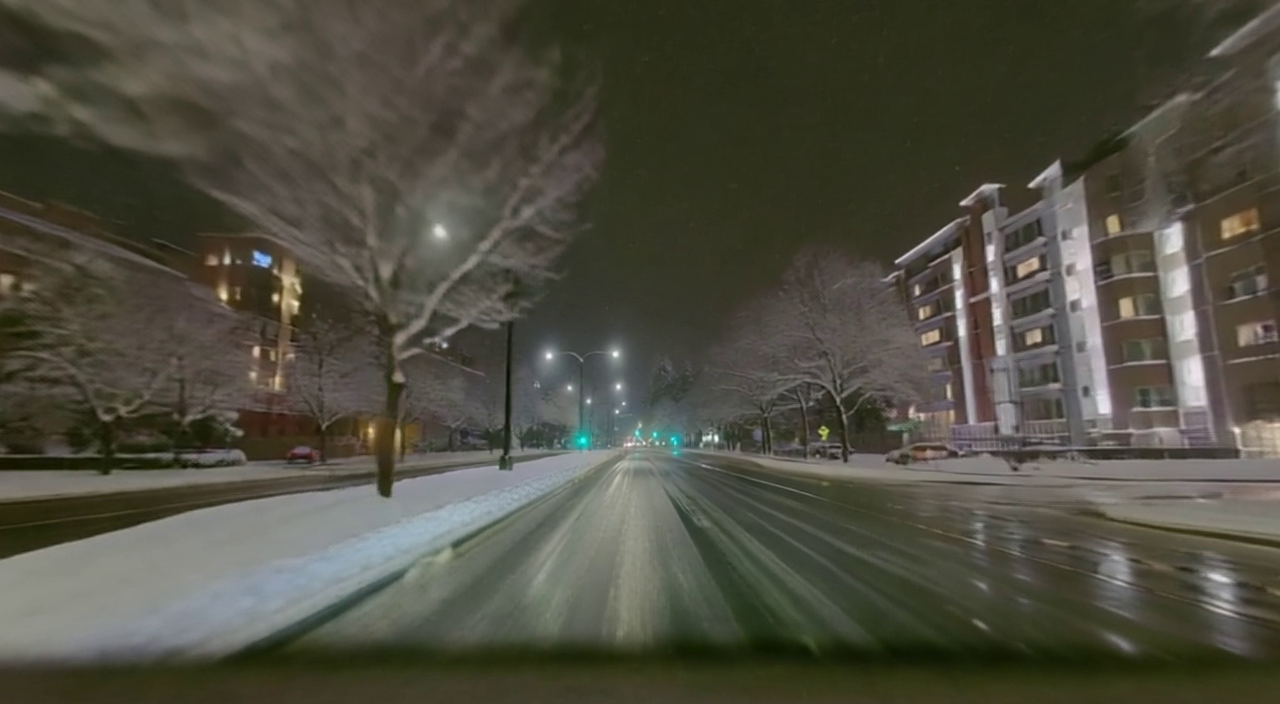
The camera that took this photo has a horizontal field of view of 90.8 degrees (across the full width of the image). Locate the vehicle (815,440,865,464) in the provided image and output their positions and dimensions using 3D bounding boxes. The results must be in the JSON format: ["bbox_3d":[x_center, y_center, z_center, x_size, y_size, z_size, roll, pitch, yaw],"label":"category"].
[{"bbox_3d":[15.421,7.735,48.936,2.006,1.683,4.643,1,-9,-4],"label":"vehicle"}]

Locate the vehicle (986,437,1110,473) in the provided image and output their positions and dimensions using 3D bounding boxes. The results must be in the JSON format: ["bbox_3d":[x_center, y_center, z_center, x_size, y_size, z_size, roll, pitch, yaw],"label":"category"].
[{"bbox_3d":[20.160,5.122,31.380,4.661,1.710,2.127,0,-9,-1],"label":"vehicle"}]

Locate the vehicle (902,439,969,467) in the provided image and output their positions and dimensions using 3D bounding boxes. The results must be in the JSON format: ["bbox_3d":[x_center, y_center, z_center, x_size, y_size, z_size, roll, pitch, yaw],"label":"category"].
[{"bbox_3d":[18.719,6.456,40.302,1.947,1.667,4.347,1,-9,-3],"label":"vehicle"}]
